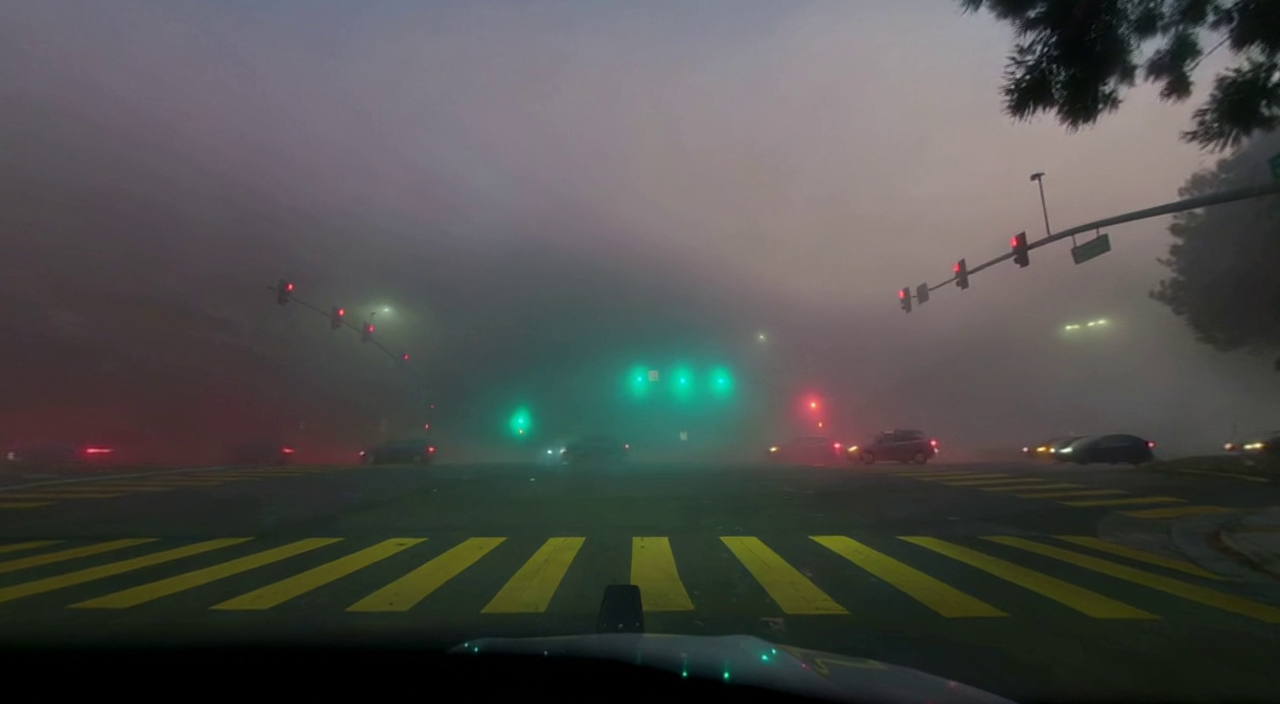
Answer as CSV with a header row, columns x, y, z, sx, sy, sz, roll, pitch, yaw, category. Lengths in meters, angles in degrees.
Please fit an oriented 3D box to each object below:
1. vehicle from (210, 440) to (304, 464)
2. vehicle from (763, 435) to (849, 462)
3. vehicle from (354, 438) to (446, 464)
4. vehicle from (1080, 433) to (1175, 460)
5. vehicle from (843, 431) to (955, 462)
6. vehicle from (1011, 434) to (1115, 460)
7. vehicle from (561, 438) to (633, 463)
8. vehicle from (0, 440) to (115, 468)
x,y,z,sx,sy,sz,roll,pitch,yaw,category
-24.353,6.395,40.299,4.759,1.445,1.865,0,-9,0,vehicle
9.588,5.612,36.732,4.519,1.476,1.767,0,-9,0,vehicle
-13.892,5.763,36.682,4.631,1.435,1.715,0,-9,0,vehicle
31.167,6.047,40.492,4.488,1.667,1.869,0,-9,0,vehicle
16.260,5.959,39.905,6.133,1.833,2.155,0,-9,0,vehicle
24.659,5.577,36.949,4.724,1.452,1.870,0,-9,0,vehicle
-2.682,6.279,40.321,4.443,1.472,1.794,0,-9,1,vehicle
-31.203,5.425,33.747,4.629,1.423,1.833,0,-9,0,vehicle
